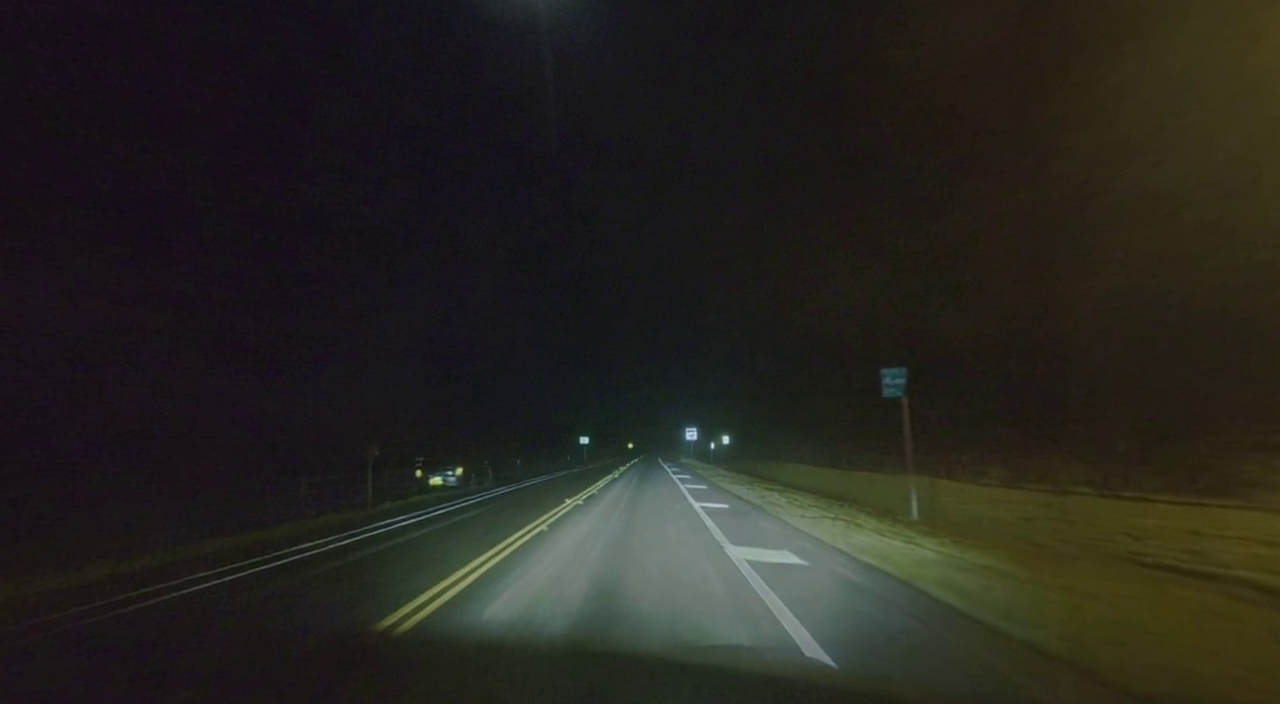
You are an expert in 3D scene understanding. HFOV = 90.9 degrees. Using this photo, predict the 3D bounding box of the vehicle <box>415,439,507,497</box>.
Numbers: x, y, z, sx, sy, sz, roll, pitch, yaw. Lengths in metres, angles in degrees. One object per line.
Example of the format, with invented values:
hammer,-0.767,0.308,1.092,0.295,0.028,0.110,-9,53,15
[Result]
vehicle,-6.294,4.174,22.772,1.992,1.797,4.372,-2,-10,1
